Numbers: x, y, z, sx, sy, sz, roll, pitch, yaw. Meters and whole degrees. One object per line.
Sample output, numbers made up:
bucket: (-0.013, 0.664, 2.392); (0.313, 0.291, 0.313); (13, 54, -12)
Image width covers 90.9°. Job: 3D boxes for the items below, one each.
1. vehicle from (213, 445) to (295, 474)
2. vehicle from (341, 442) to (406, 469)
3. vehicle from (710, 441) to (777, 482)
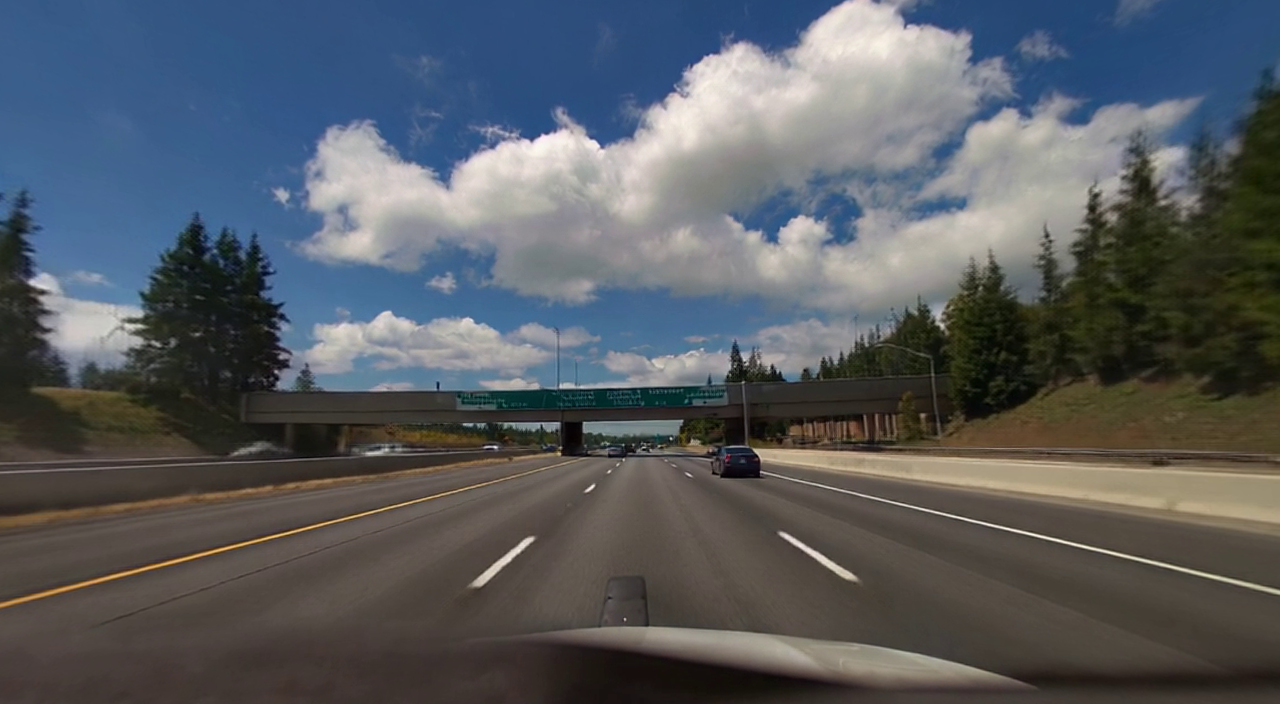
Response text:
vehicle: (-25.092, 6.967, 41.265); (2.008, 1.763, 5.223); (0, -8, 1)
vehicle: (-17.442, 6.763, 41.527); (2.055, 1.682, 4.951); (0, -8, 1)
vehicle: (4.067, 4.369, 25.541); (1.908, 1.483, 4.259); (0, -8, -1)
